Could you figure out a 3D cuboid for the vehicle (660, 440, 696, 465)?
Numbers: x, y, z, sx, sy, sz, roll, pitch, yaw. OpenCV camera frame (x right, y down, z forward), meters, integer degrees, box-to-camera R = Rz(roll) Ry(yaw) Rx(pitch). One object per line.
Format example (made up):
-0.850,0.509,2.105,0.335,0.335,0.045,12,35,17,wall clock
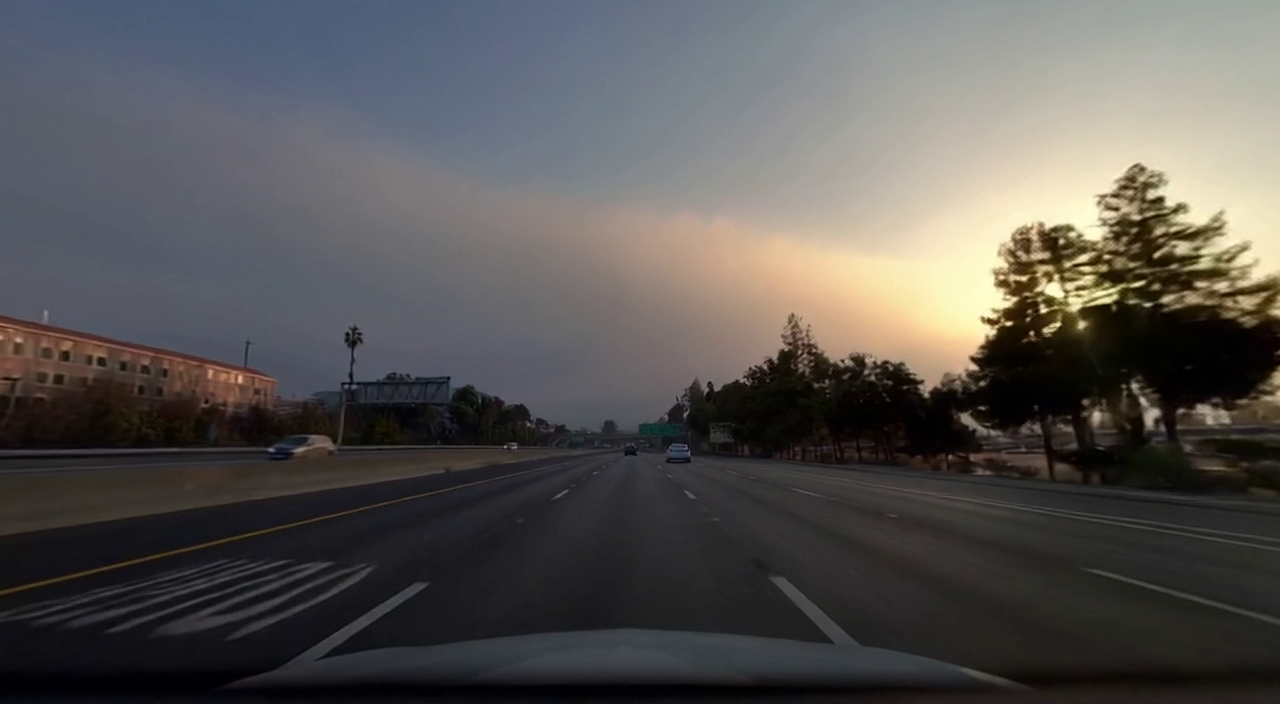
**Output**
2.675,7.258,45.537,2.127,1.692,4.382,0,-9,-2,vehicle

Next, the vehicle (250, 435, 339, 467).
-17.696,5.080,32.610,1.921,1.521,4.613,0,-9,1,vehicle
